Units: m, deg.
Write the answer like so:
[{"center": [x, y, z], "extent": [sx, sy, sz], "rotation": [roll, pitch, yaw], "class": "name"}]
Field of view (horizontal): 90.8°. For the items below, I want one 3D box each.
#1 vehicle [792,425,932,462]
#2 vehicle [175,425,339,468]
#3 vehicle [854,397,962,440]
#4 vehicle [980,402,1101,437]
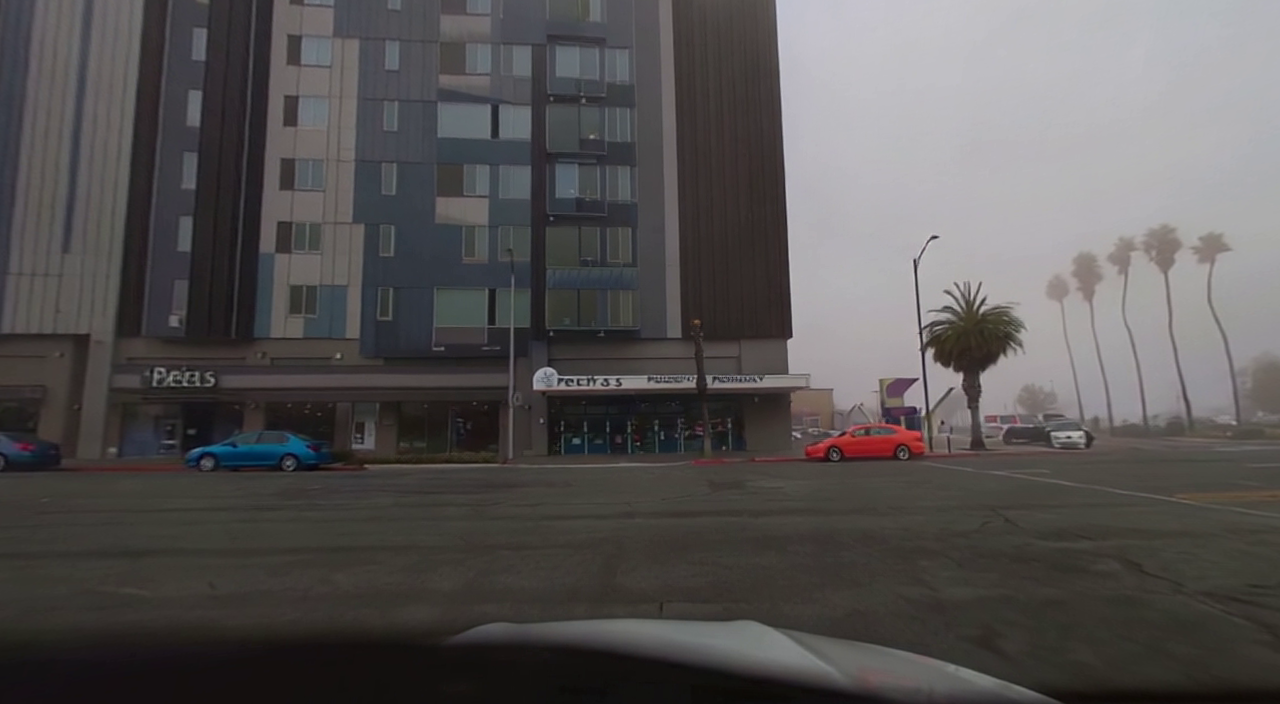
[{"center": [8.581, 3.556, 24.595], "extent": [4.782, 1.371, 1.763], "rotation": [1, -9, -5], "class": "vehicle"}, {"center": [-13.969, 3.460, 23.229], "extent": [4.857, 1.497, 1.811], "rotation": [0, -9, 1], "class": "vehicle"}, {"center": [16.189, 4.064, 38.366], "extent": [5.524, 2.504, 2.196], "rotation": [0, -8, -3], "class": "vehicle"}, {"center": [28.450, 4.845, 45.033], "extent": [7.026, 2.329, 2.545], "rotation": [1, -6, -4], "class": "vehicle"}]
